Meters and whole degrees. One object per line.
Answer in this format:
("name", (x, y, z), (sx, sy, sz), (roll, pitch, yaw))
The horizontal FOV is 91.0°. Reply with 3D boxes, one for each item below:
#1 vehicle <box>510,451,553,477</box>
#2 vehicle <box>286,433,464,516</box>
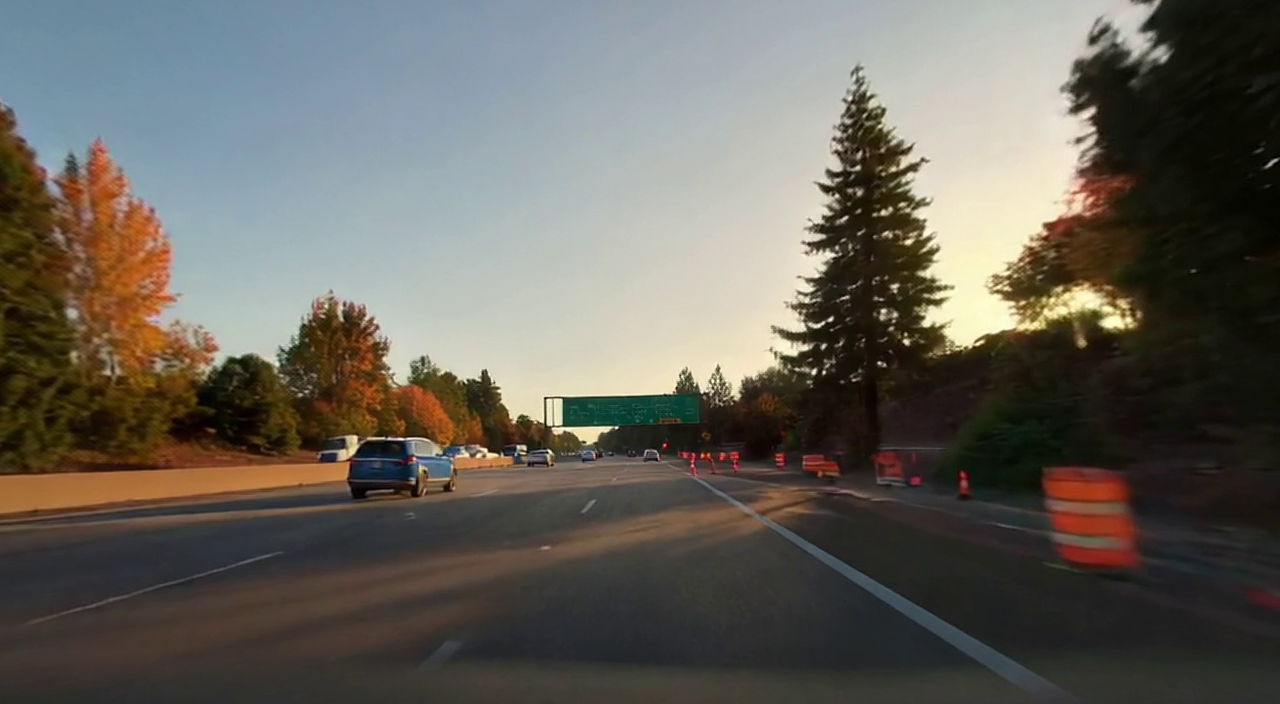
("vehicle", (-6.699, 6.981, 39.415), (1.895, 1.506, 4.245), (0, -9, 1))
("vehicle", (-6.276, 2.954, 15.708), (2.402, 1.733, 4.512), (0, -9, 1))
